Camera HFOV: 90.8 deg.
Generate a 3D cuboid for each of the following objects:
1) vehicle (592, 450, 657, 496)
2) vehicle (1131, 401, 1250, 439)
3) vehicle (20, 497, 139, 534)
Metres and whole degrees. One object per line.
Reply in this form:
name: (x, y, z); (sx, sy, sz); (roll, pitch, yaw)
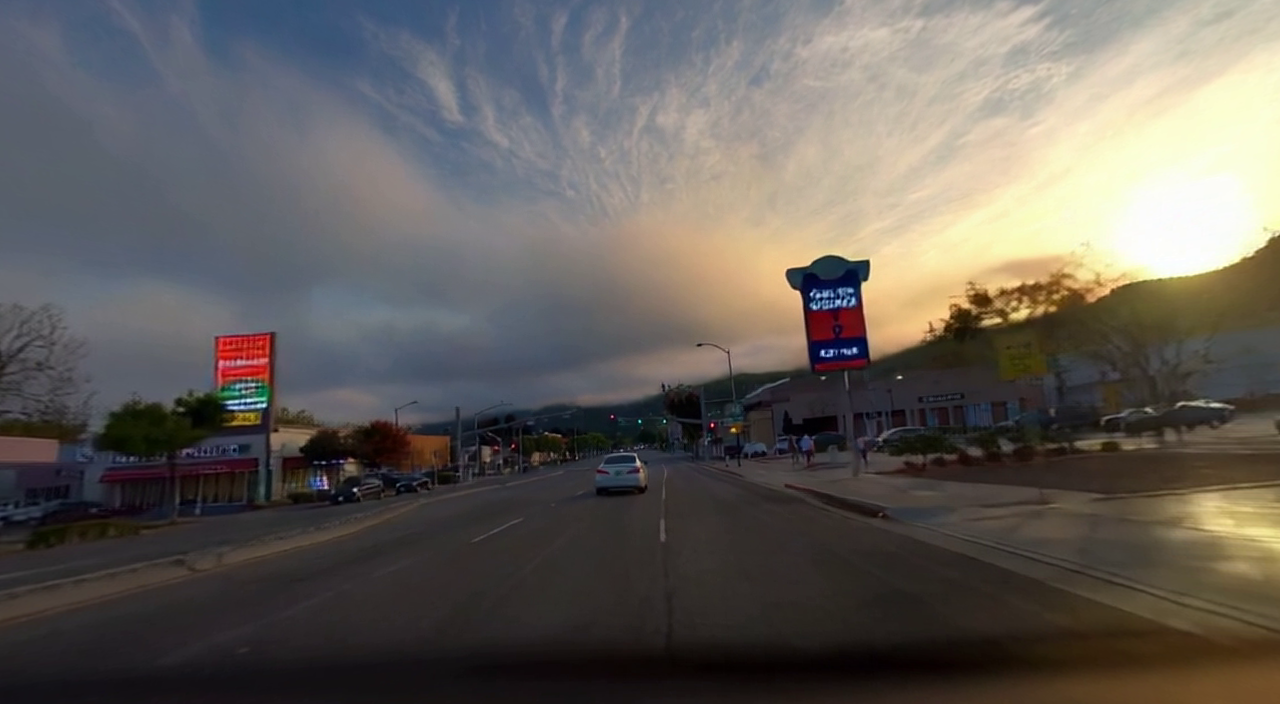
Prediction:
vehicle: (-0.469, 4.234, 22.445); (1.977, 1.451, 4.032); (-1, -9, 3)
vehicle: (27.649, 3.496, 31.971); (1.965, 1.693, 4.635); (-1, -9, 3)
vehicle: (-30.118, 8.770, 34.137); (1.817, 1.485, 4.436); (-3, -9, 13)
